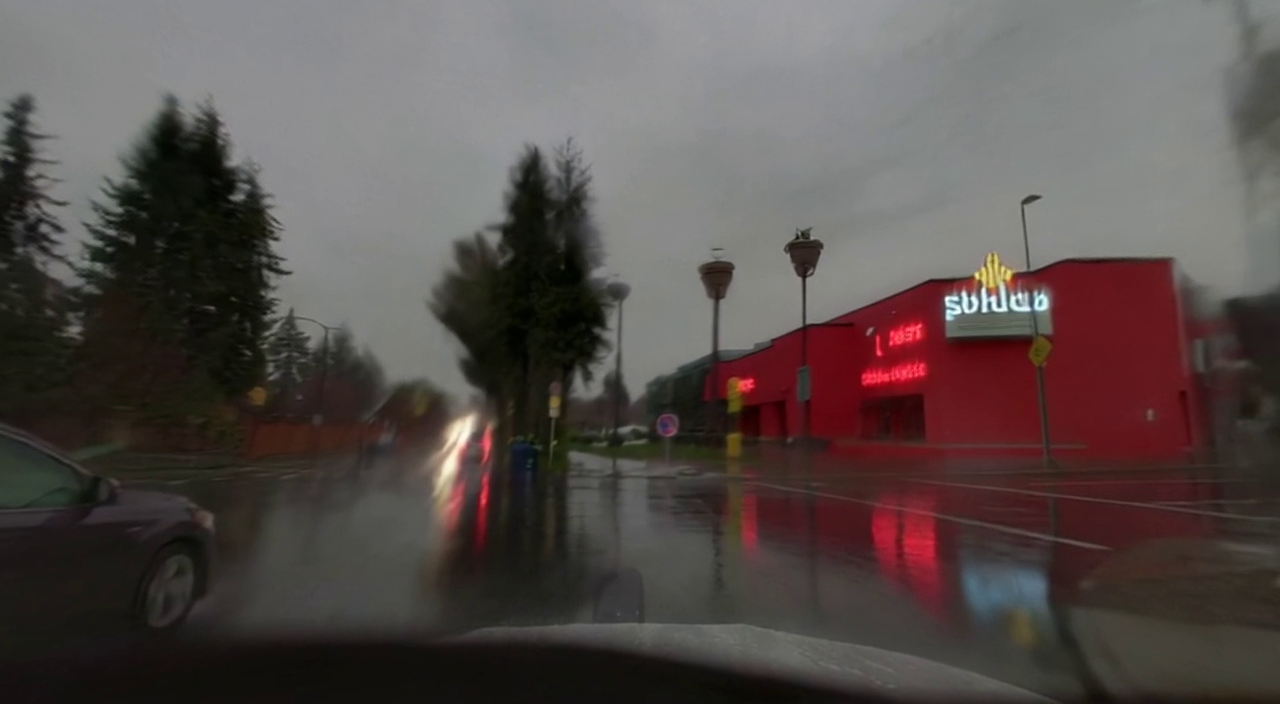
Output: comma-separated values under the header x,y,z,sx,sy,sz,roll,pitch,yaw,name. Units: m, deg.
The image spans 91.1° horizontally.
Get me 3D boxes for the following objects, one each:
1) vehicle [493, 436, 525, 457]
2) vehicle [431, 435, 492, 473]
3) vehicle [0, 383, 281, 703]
x,y,z,sx,sy,sz,roll,pitch,yaw,name
-9.827,7.095,47.330,1.742,1.504,3.771,0,-8,-2,vehicle
-7.362,4.216,26.321,1.962,1.424,4.289,1,-8,-10,vehicle
-3.735,0.923,3.008,1.853,1.478,4.381,1,-8,-7,vehicle
